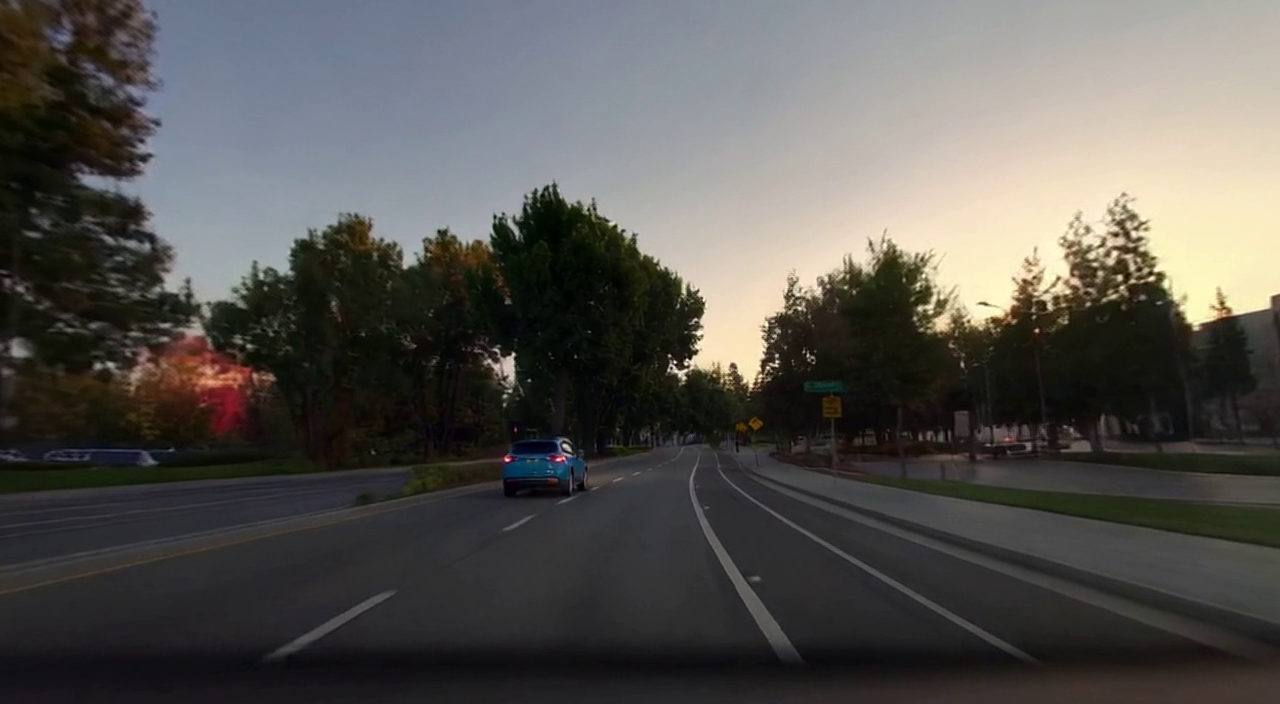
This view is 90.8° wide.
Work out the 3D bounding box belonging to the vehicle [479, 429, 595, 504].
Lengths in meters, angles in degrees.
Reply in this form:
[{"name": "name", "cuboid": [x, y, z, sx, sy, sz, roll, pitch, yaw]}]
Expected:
[{"name": "vehicle", "cuboid": [-2.554, 2.999, 16.912, 2.121, 1.724, 4.392, -1, -9, 3]}]
